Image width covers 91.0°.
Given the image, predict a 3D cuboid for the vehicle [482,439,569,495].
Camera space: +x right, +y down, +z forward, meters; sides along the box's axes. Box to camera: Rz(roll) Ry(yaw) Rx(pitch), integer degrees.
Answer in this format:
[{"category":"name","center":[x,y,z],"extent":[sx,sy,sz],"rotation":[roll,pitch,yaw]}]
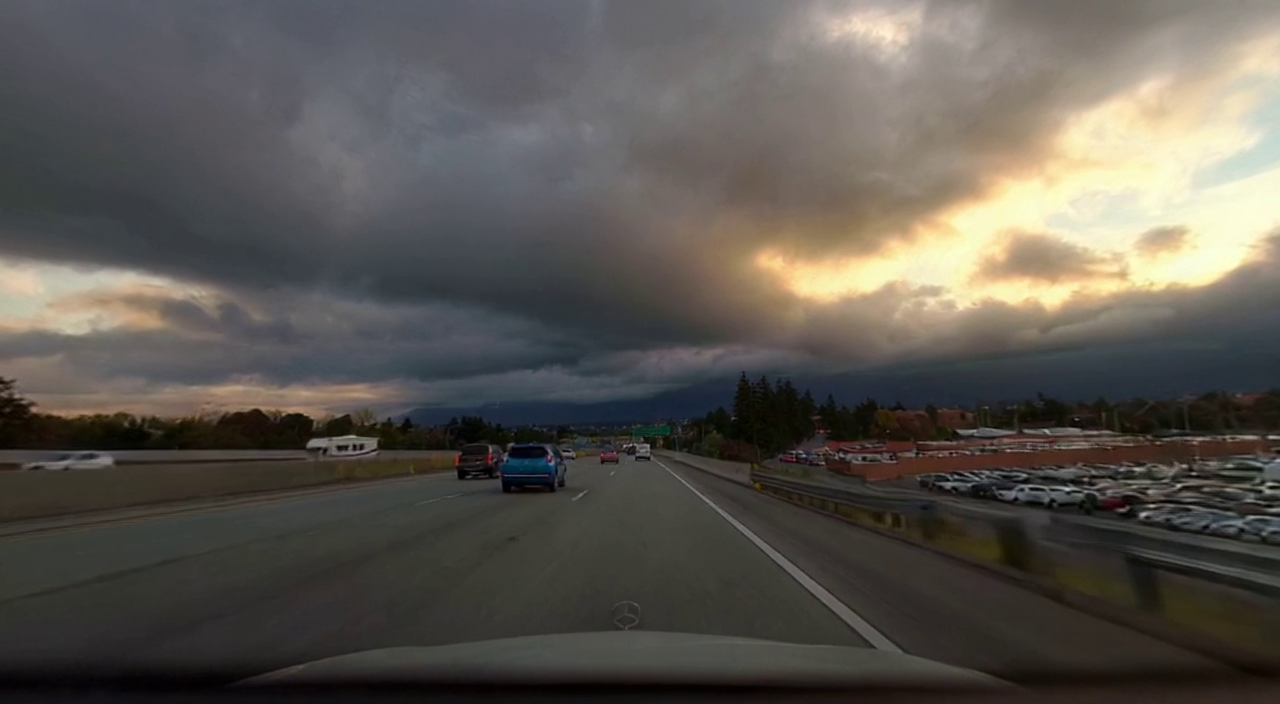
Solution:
[{"category":"vehicle","center":[-3.754,3.853,21.445],"extent":[2.070,1.665,4.213],"rotation":[0,-9,2]}]

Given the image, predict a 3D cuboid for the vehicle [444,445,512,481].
[{"category":"vehicle","center":[-7.496,5.161,29.647],"extent":[1.991,1.538,4.360],"rotation":[0,-9,1]}]

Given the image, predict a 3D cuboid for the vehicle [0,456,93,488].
[{"category":"vehicle","center":[-33.274,6.542,34.682],"extent":[1.869,1.517,4.794],"rotation":[0,-9,1]}]
